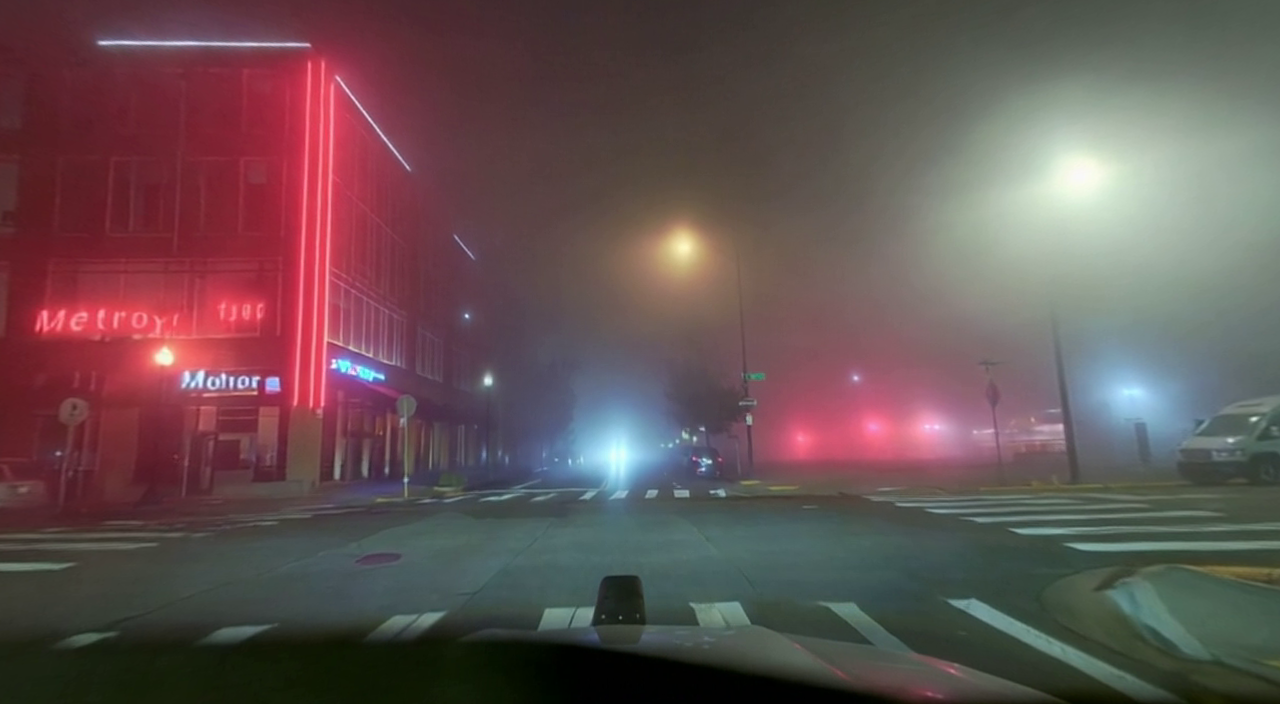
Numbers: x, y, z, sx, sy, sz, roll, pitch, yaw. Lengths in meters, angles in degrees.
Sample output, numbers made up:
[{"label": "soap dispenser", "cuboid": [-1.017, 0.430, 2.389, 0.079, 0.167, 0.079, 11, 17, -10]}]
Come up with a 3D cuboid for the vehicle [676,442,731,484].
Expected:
[{"label": "vehicle", "cuboid": [2.726, 4.885, 28.051, 1.917, 1.680, 4.500, 0, -8, 0]}]

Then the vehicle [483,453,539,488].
[{"label": "vehicle", "cuboid": [-5.864, 5.427, 29.215, 1.864, 1.447, 3.887, 0, -8, -2]}]

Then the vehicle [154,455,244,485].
[{"label": "vehicle", "cuboid": [-24.082, 6.429, 34.593, 3.618, 1.412, 1.587, -1, -9, -7]}]

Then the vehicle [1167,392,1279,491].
[{"label": "vehicle", "cuboid": [18.762, 2.522, 17.902, 5.384, 2.586, 2.358, 0, -8, 0]}]
